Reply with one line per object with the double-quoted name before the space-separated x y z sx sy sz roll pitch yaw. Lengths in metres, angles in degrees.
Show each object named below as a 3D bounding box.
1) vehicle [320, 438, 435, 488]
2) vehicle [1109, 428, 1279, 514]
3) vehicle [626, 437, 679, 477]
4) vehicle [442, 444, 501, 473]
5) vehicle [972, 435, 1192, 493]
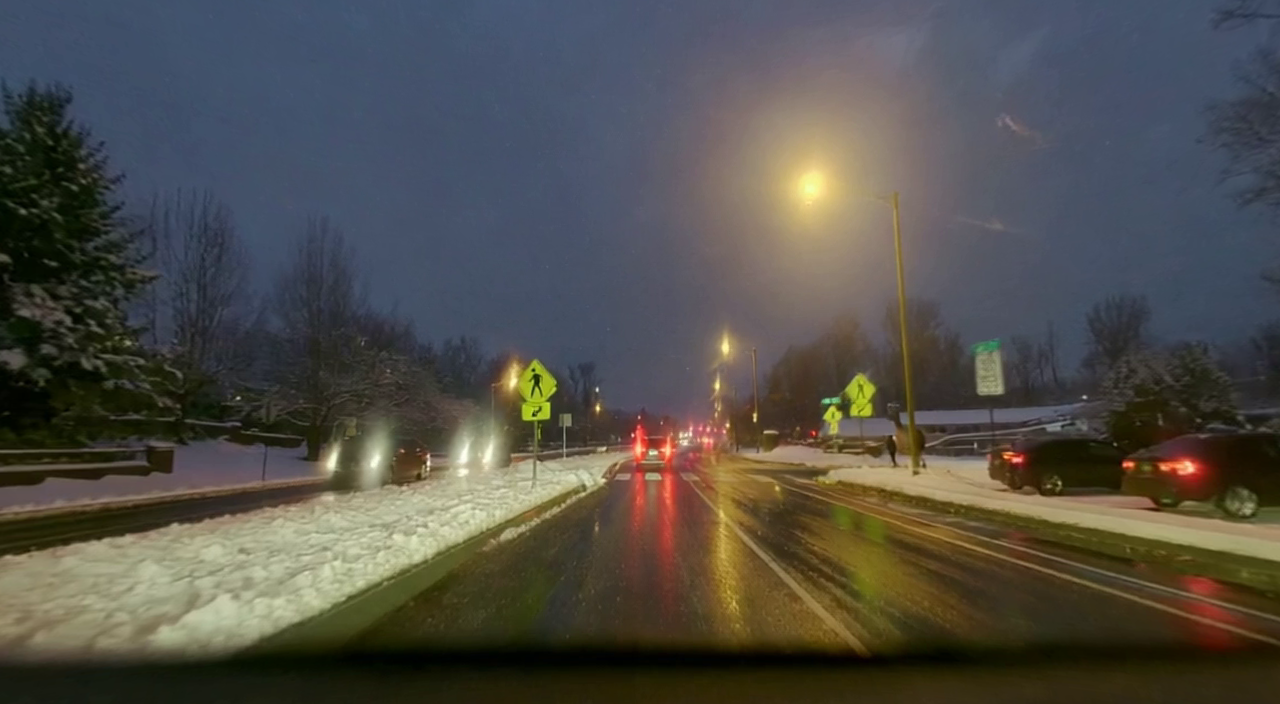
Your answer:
"vehicle" -10.257 4.386 25.286 2.162 1.767 5.368 -1 -9 1
"vehicle" 11.961 2.211 11.943 4.502 1.469 1.958 -1 -9 4
"vehicle" 0.552 4.542 27.498 2.158 1.600 3.865 -1 -9 1
"vehicle" -9.816 6.232 37.249 2.197 1.606 4.034 -1 -9 3
"vehicle" 12.047 3.054 17.444 4.627 1.444 1.956 0 -9 -3
